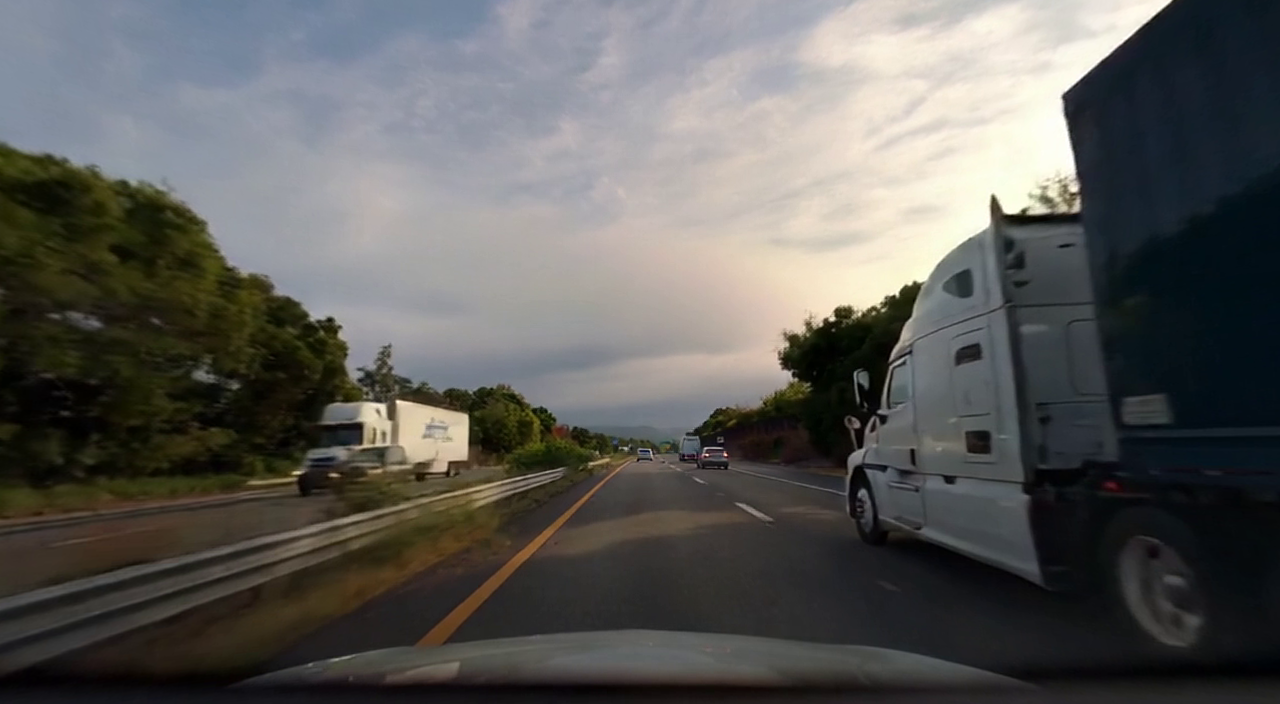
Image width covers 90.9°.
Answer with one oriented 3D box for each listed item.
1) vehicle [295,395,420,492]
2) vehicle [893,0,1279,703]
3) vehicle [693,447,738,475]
[{"bbox_3d":[-12.805,4.247,29.234,2.982,3.982,5.800,0,-9,0],"label":"vehicle"},{"bbox_3d":[4.759,-0.628,0.738,2.889,4.072,13.991,0,-9,-1],"label":"vehicle"},{"bbox_3d":[4.302,6.273,36.458,2.043,1.542,3.881,0,-9,-1],"label":"vehicle"}]
